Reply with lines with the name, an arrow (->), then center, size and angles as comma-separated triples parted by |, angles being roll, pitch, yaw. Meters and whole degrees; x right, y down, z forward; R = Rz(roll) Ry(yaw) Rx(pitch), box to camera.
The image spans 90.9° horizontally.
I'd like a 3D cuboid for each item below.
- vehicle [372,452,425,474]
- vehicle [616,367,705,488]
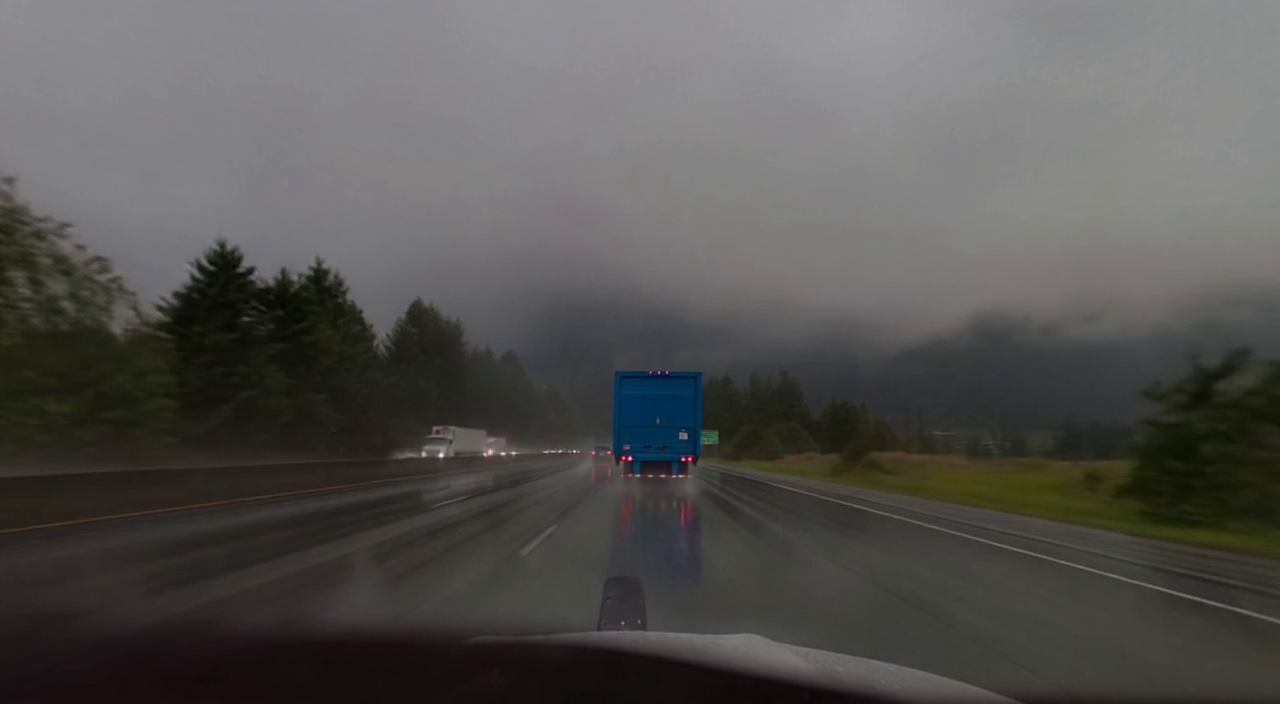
vehicle -> -16.677, 7.647, 43.733 | 1.901, 1.420, 4.320 | 0, -9, 0
vehicle -> 0.639, 3.241, 25.765 | 2.898, 3.973, 10.063 | 0, -9, 0
